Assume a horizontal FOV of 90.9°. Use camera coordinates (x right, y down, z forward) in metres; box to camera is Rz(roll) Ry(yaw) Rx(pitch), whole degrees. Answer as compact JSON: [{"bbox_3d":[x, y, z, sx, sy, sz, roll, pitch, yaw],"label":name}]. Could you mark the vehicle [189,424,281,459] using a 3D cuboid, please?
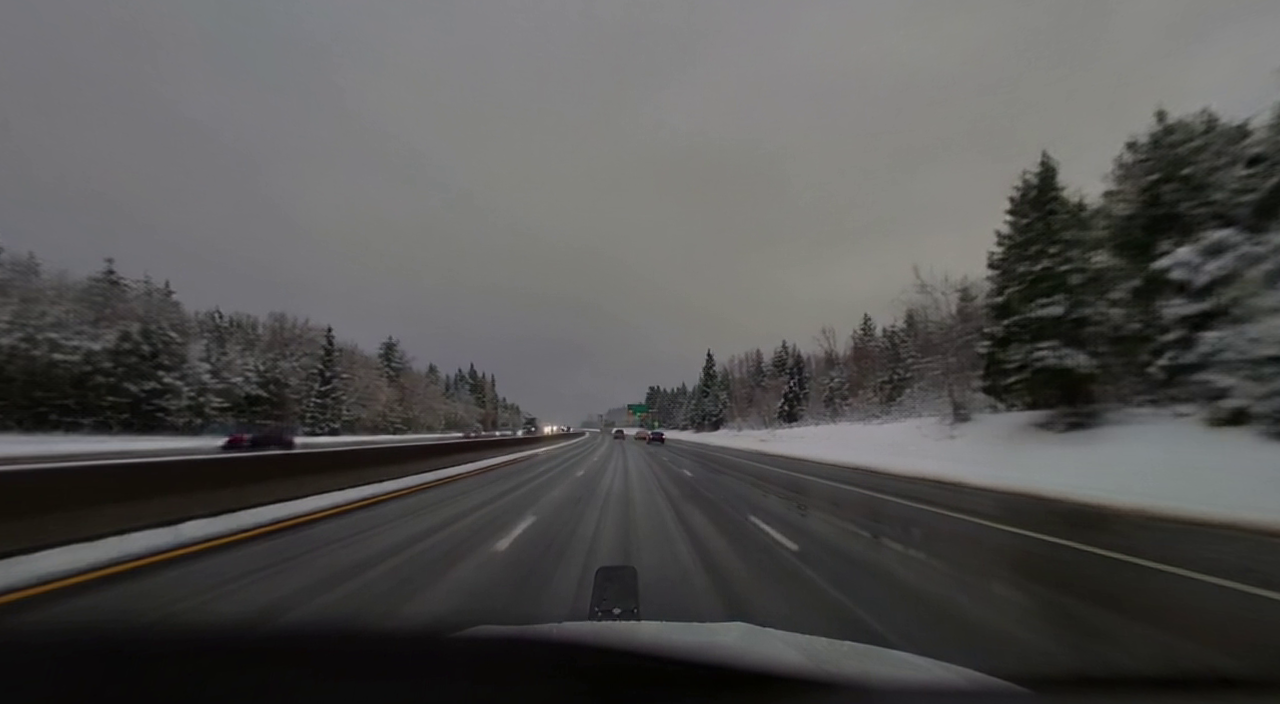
[{"bbox_3d":[-20.125,4.441,31.525,1.931,1.622,4.044,0,-8,-2],"label":"vehicle"}]
